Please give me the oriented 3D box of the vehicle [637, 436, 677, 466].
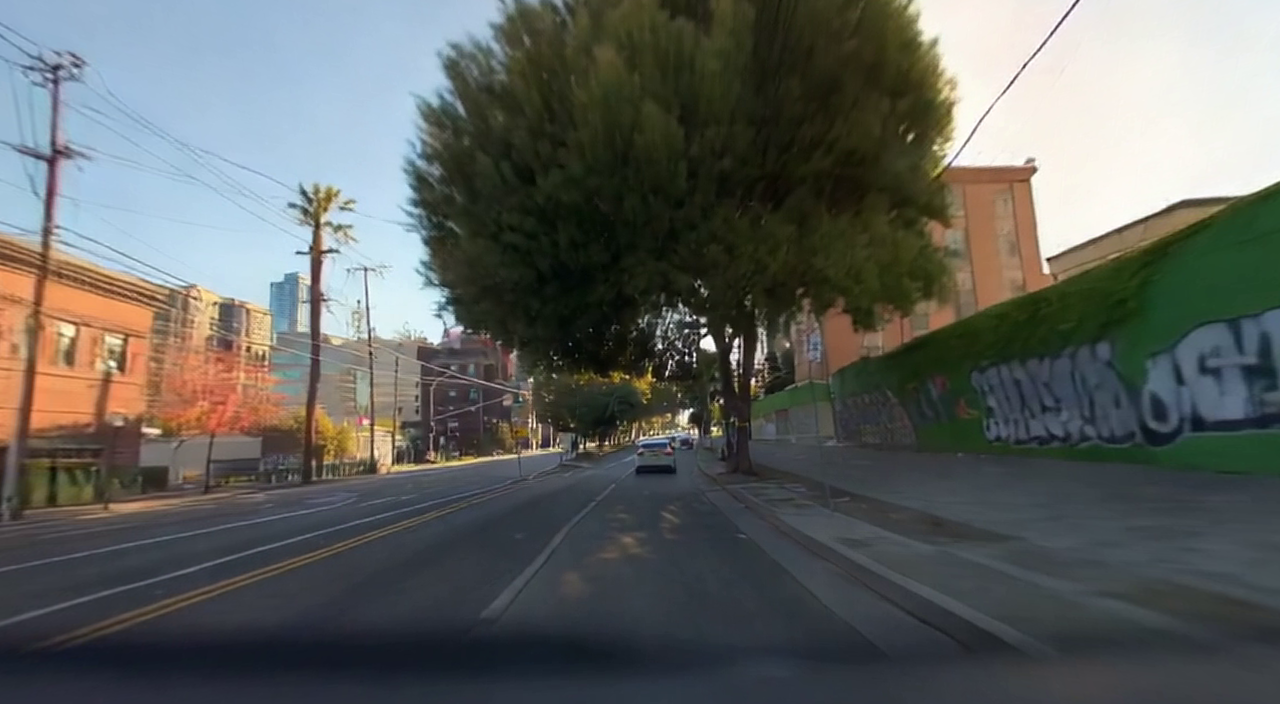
[{"bbox_3d":[0.989,5.528,35.398,2.105,1.611,3.750,-1,-8,3],"label":"vehicle"}]
